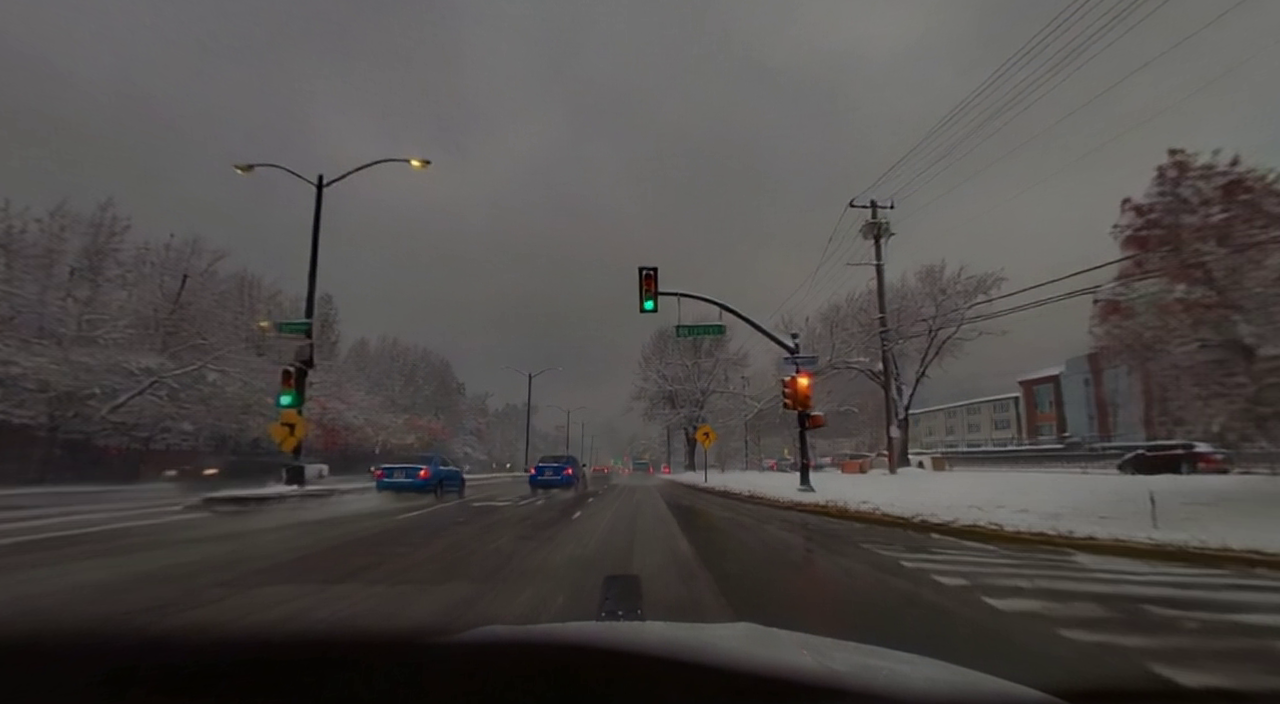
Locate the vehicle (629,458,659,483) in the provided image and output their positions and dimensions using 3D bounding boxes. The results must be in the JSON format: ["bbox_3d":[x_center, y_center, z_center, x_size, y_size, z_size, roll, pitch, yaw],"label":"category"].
[{"bbox_3d":[0.236,8.834,47.232,2.144,1.704,4.028,1,-9,-1],"label":"vehicle"}]

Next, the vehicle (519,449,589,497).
[{"bbox_3d":[-3.283,4.733,25.054,2.085,1.663,4.513,1,-9,1],"label":"vehicle"}]

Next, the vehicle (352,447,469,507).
[{"bbox_3d":[-6.861,3.739,19.359,1.932,1.596,4.247,1,-9,0],"label":"vehicle"}]

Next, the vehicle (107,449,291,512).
[{"bbox_3d":[-11.741,3.409,17.213,1.872,1.475,4.325,1,-9,0],"label":"vehicle"}]

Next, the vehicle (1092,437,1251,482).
[{"bbox_3d":[19.978,4.029,23.855,1.835,1.501,4.158,6,-10,-33],"label":"vehicle"}]

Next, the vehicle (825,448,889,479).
[{"bbox_3d":[13.294,6.820,38.824,1.862,1.559,3.959,-3,-6,-11],"label":"vehicle"}]

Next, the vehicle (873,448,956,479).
[{"bbox_3d":[14.675,5.961,33.927,1.826,1.474,4.254,3,-9,-14],"label":"vehicle"}]
